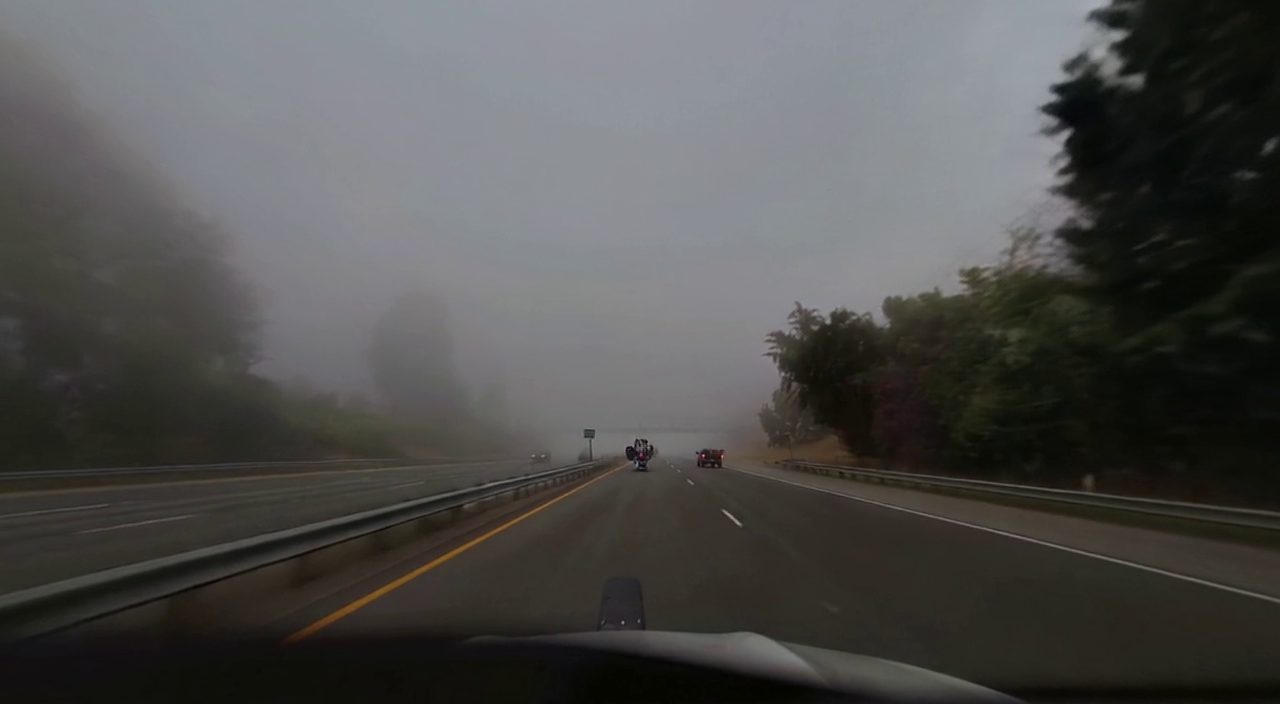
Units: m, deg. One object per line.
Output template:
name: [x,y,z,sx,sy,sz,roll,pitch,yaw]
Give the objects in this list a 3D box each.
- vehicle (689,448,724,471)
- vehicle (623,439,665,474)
vehicle: [4.682,7.653,44.966,1.988,1.505,4.958,0,-9,0]
vehicle: [0.286,6.285,38.000,2.369,1.948,5.343,0,-9,2]
